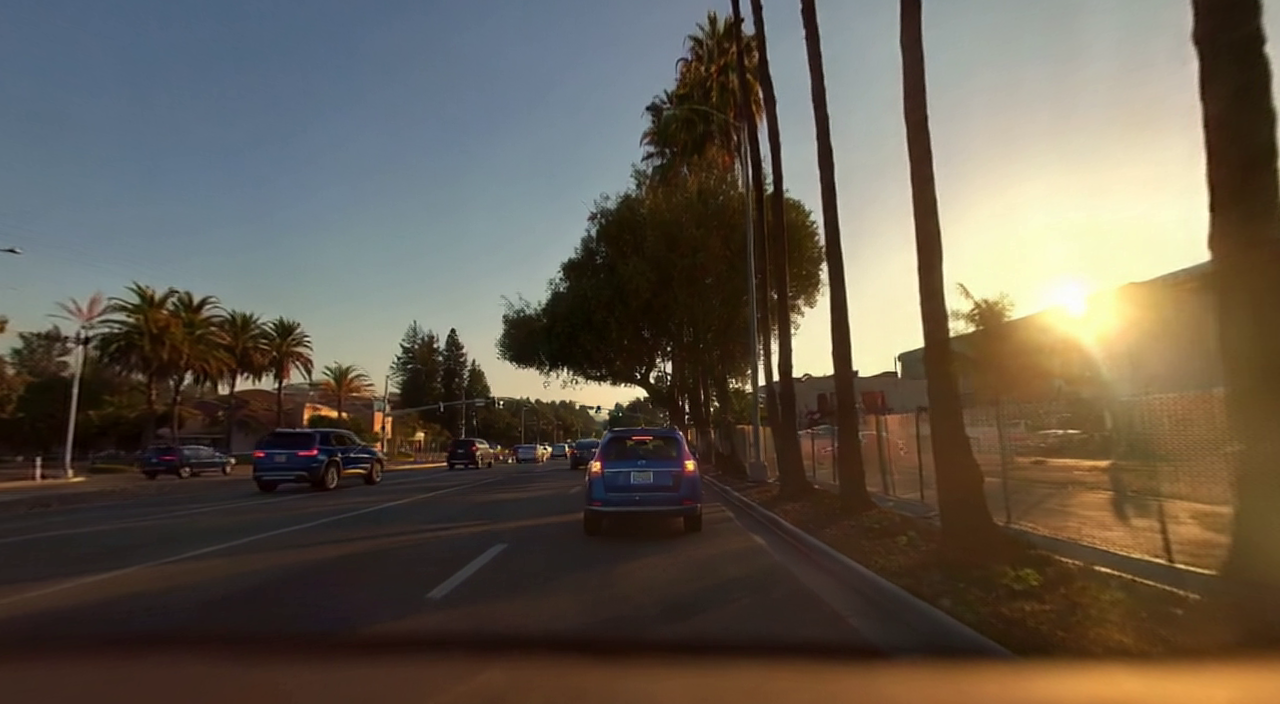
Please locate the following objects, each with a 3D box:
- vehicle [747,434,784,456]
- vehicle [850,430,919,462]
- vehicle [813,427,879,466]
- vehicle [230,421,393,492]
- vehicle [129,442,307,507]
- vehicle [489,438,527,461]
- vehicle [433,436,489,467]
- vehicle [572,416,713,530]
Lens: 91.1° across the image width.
[{"bbox_3d":[9.160,6.835,46.167,1.929,1.496,4.245,0,-8,0],"label":"vehicle"},{"bbox_3d":[12.075,4.687,31.252,1.681,1.503,3.781,1,-8,-4],"label":"vehicle"},{"bbox_3d":[8.246,3.760,24.958,1.837,1.416,3.947,-4,-9,27],"label":"vehicle"},{"bbox_3d":[-10.045,3.248,19.876,2.269,1.934,5.350,0,-8,0],"label":"vehicle"},{"bbox_3d":[-10.038,2.900,15.306,1.924,1.384,3.426,0,-8,0],"label":"vehicle"},{"bbox_3d":[-10.442,7.762,49.897,1.998,1.731,4.952,0,-8,-1],"label":"vehicle"},{"bbox_3d":[-10.556,5.900,37.384,1.965,1.743,4.327,0,-8,1],"label":"vehicle"},{"bbox_3d":[0.069,2.133,11.531,2.121,1.710,3.893,0,-8,1],"label":"vehicle"}]
